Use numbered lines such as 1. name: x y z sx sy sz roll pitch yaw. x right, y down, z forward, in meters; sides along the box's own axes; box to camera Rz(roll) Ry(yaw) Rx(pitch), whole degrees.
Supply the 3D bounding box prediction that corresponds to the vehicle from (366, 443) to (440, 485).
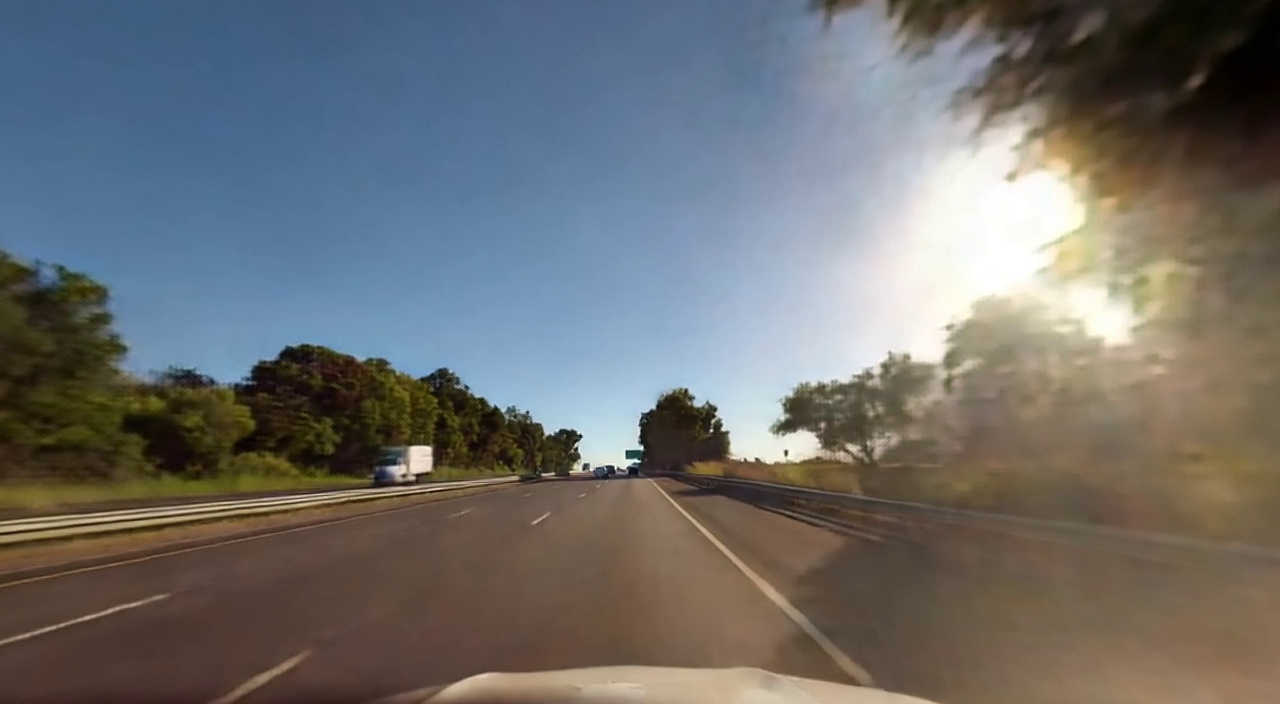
1. vehicle: -17.968 8.631 48.311 2.657 2.861 7.458 1 -11 0
